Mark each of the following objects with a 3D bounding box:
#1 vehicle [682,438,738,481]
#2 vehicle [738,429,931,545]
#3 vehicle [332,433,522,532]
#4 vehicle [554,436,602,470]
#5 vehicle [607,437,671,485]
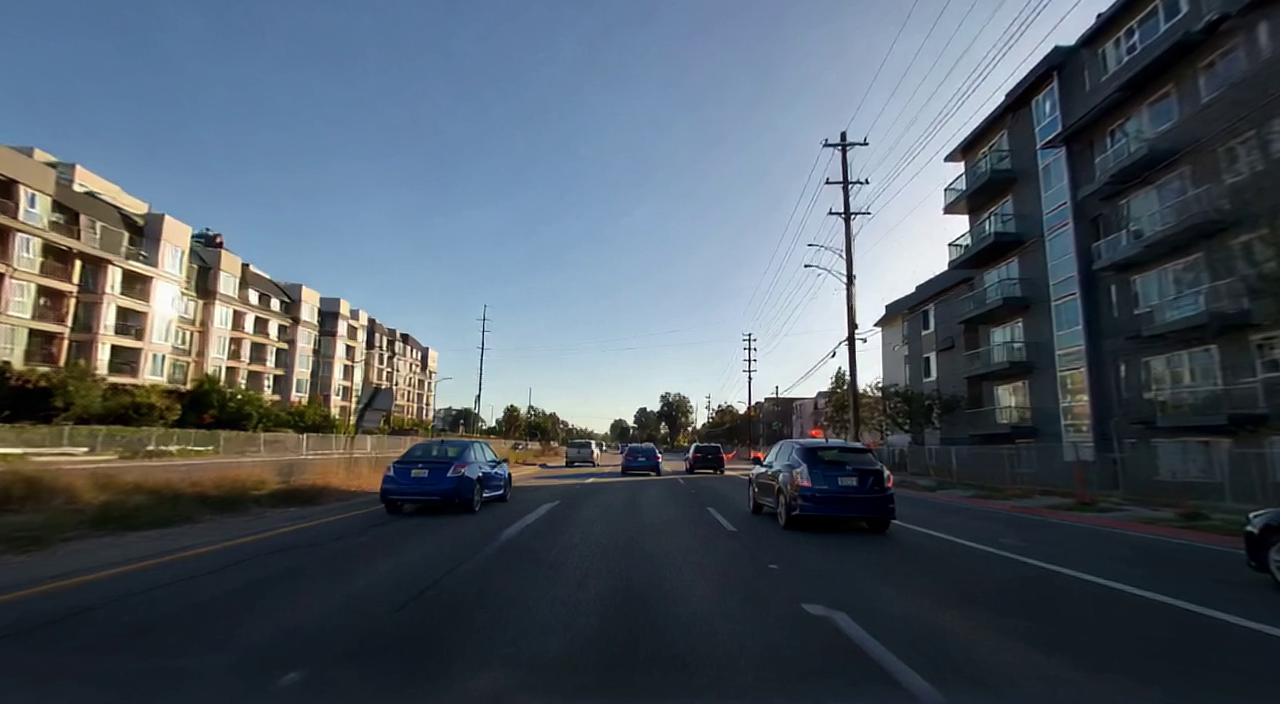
[{"bbox_3d":[3.143,4.900,29.127,2.029,1.797,4.218,0,-8,-1],"label":"vehicle"},{"bbox_3d":[3.023,2.177,10.846,1.975,1.598,4.025,0,-8,-1],"label":"vehicle"},{"bbox_3d":[-3.625,2.282,11.708,1.968,1.473,4.209,0,-8,1],"label":"vehicle"},{"bbox_3d":[-3.445,5.773,36.201,2.190,1.832,4.417,0,-8,1],"label":"vehicle"},{"bbox_3d":[-0.020,4.235,24.950,2.291,1.714,4.217,0,-8,0],"label":"vehicle"}]
